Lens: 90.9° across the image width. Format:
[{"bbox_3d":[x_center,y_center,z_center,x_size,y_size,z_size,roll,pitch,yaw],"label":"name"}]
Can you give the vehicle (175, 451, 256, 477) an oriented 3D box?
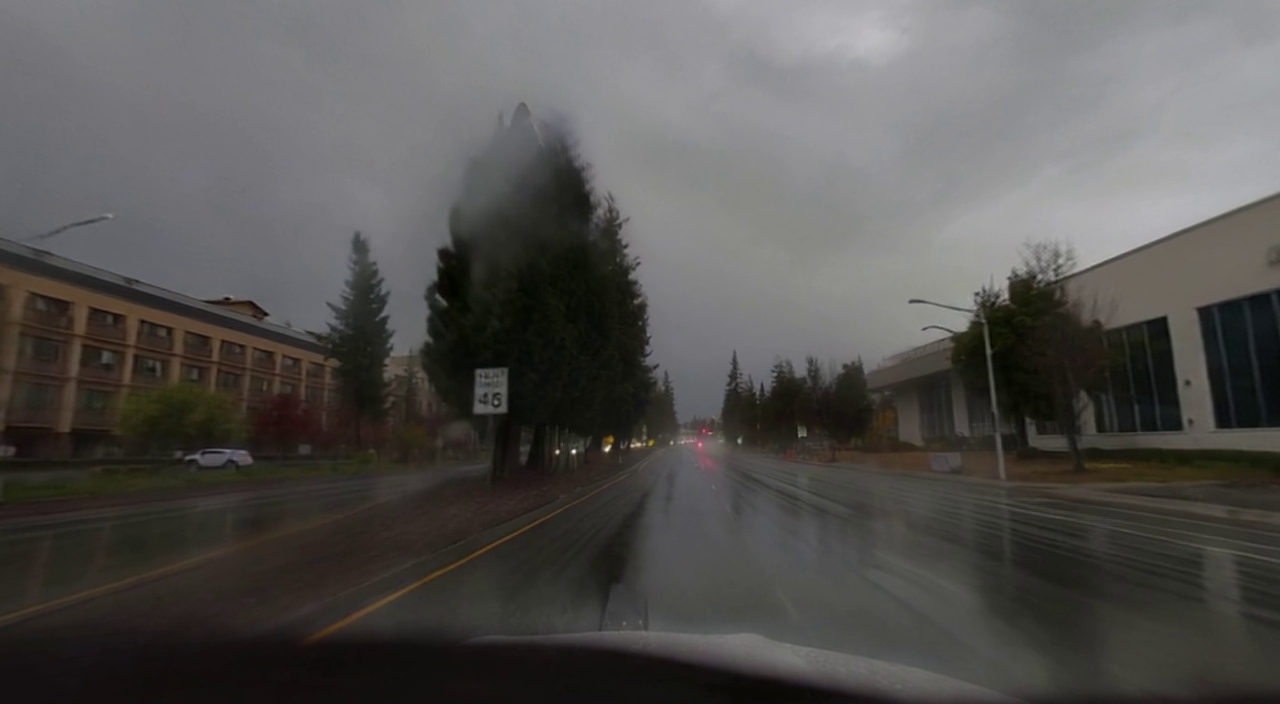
[{"bbox_3d":[-25.569,6.738,38.052,3.651,1.453,1.643,0,-8,2],"label":"vehicle"}]
